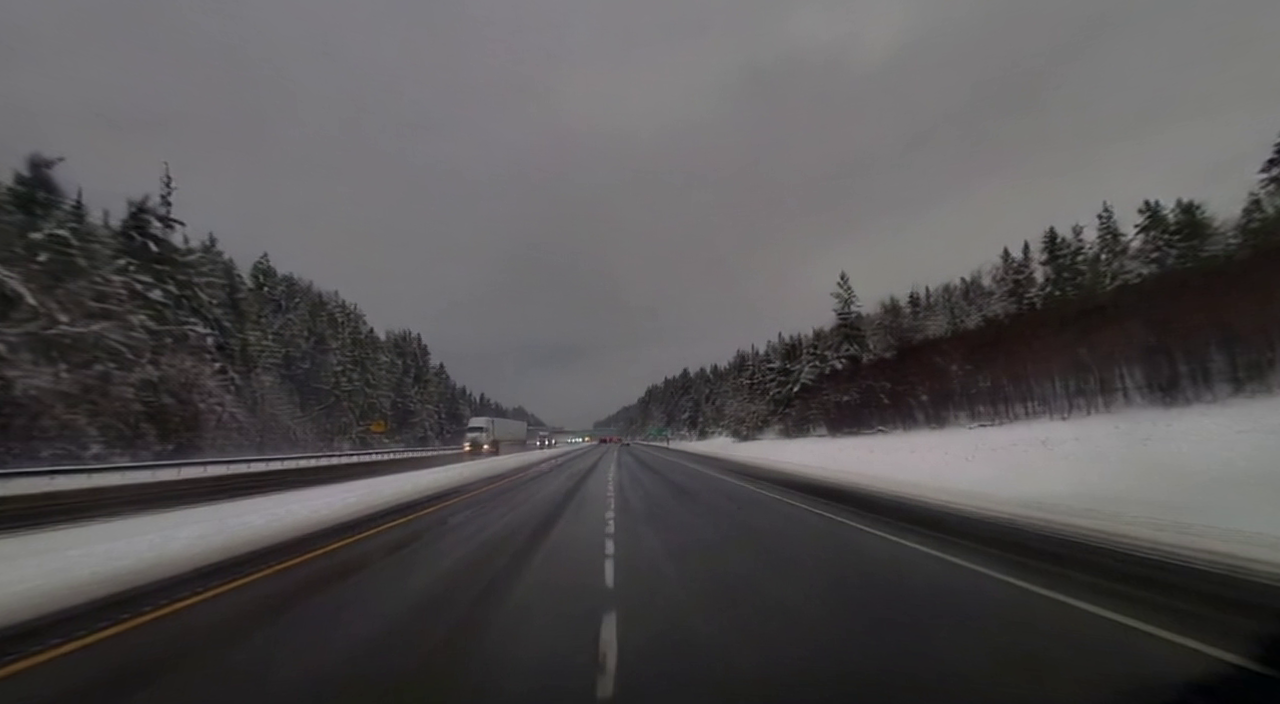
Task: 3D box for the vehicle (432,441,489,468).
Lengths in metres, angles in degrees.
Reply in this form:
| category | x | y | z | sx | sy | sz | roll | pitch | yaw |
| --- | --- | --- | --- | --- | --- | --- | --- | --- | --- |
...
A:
| category | x | y | z | sx | sy | sz | roll | pitch | yaw |
| --- | --- | --- | --- | --- | --- | --- | --- | --- | --- |
| vehicle | -10.290 | 5.896 | 36.485 | 2.094 | 1.476 | 4.661 | 0 | -8 | -2 |
